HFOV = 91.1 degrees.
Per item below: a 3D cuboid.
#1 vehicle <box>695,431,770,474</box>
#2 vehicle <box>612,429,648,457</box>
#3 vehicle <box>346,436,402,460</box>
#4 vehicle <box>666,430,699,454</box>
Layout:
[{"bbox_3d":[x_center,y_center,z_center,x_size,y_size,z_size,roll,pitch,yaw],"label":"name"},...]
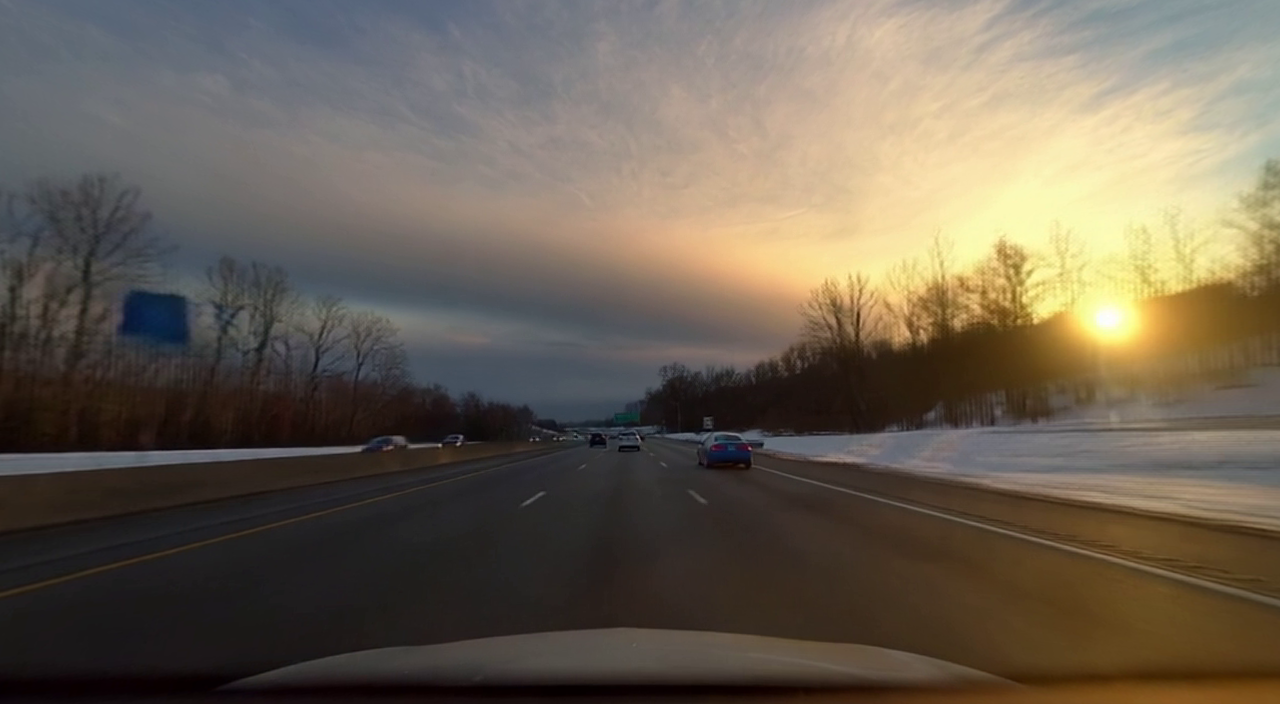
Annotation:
[{"bbox_3d":[3.423,3.798,24.237,2.056,1.479,4.660,0,-8,-2],"label":"vehicle"},{"bbox_3d":[-0.666,5.870,40.631,2.182,1.680,4.253,0,-8,-1],"label":"vehicle"},{"bbox_3d":[-17.185,6.217,40.884,1.842,1.494,4.232,0,-8,-1],"label":"vehicle"},{"bbox_3d":[3.160,6.829,47.791,2.098,1.677,4.275,0,-8,-1],"label":"vehicle"}]
